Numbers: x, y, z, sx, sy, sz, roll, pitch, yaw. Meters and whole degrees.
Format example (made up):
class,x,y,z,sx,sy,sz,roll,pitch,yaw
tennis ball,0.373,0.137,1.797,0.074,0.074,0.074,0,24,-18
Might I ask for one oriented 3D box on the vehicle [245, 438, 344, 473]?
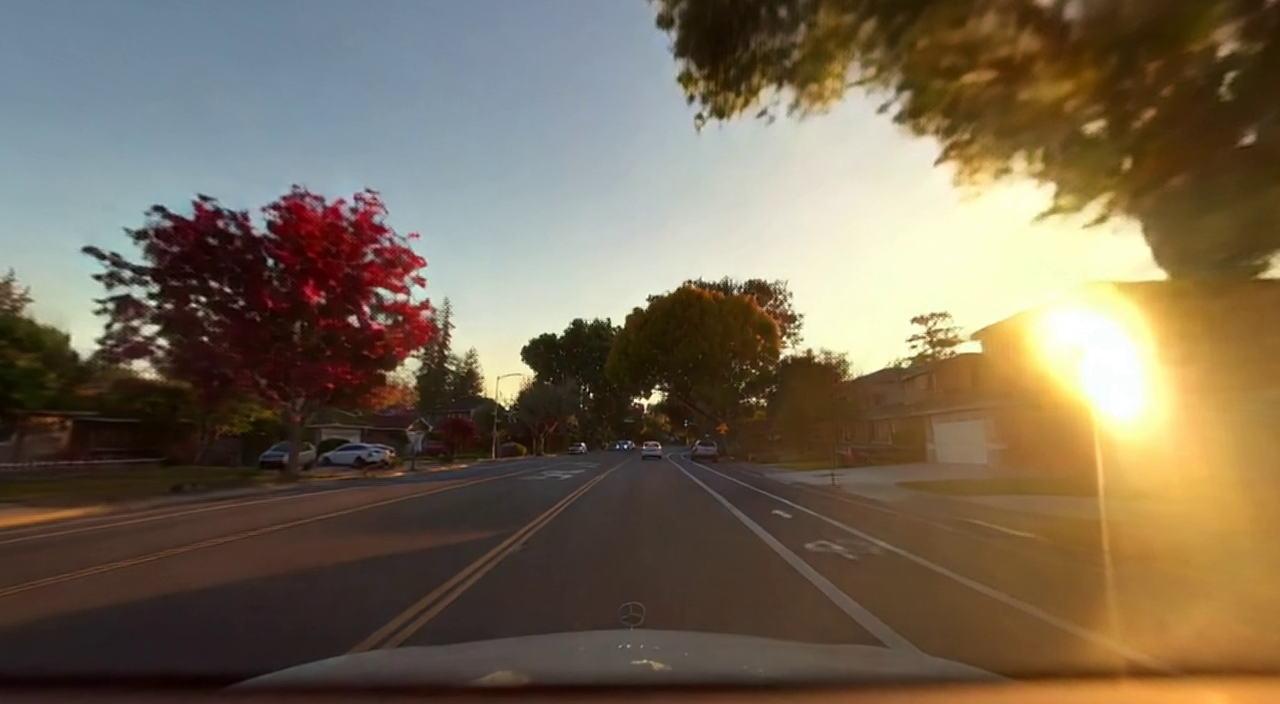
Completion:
class,x,y,z,sx,sy,sz,roll,pitch,yaw
vehicle,-18.730,5.587,34.196,4.372,1.745,2.017,6,-10,-35

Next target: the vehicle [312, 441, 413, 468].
class,x,y,z,sx,sy,sz,roll,pitch,yaw
vehicle,-17.918,6.626,40.870,5.419,1.649,2.396,0,-9,1
